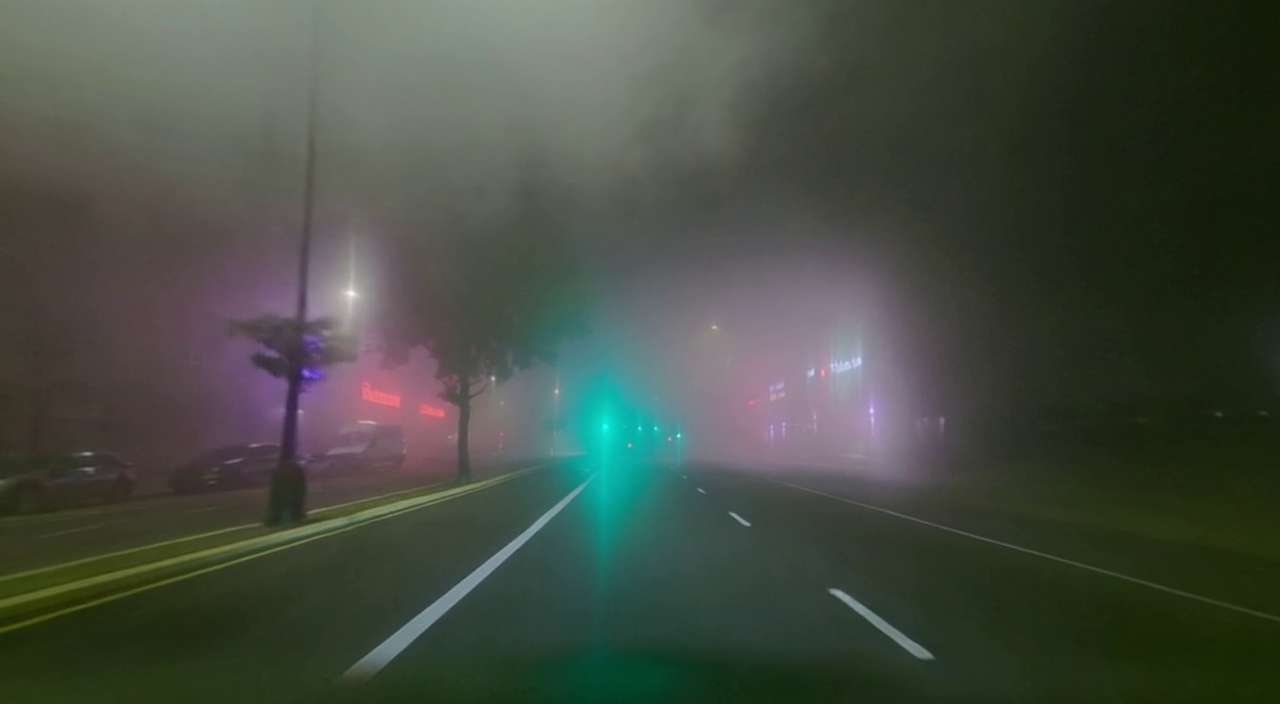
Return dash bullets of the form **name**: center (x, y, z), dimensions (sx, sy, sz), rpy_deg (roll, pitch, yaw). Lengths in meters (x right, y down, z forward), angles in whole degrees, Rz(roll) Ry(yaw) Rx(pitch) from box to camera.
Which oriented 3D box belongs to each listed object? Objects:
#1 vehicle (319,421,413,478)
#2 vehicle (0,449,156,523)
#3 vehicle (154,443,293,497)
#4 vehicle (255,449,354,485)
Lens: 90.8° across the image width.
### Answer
- **vehicle**: center (-15.407, 5.562, 36.101), dimensions (2.335, 2.896, 6.785), rpy_deg (-1, -9, 0)
- **vehicle**: center (-15.442, 3.372, 16.490), dimensions (1.892, 1.624, 4.645), rpy_deg (0, -8, 0)
- **vehicle**: center (-15.398, 4.351, 23.806), dimensions (1.989, 1.747, 5.019), rpy_deg (-1, -8, -2)
- **vehicle**: center (-15.470, 5.287, 29.511), dimensions (1.929, 1.471, 4.919), rpy_deg (0, -8, 0)
